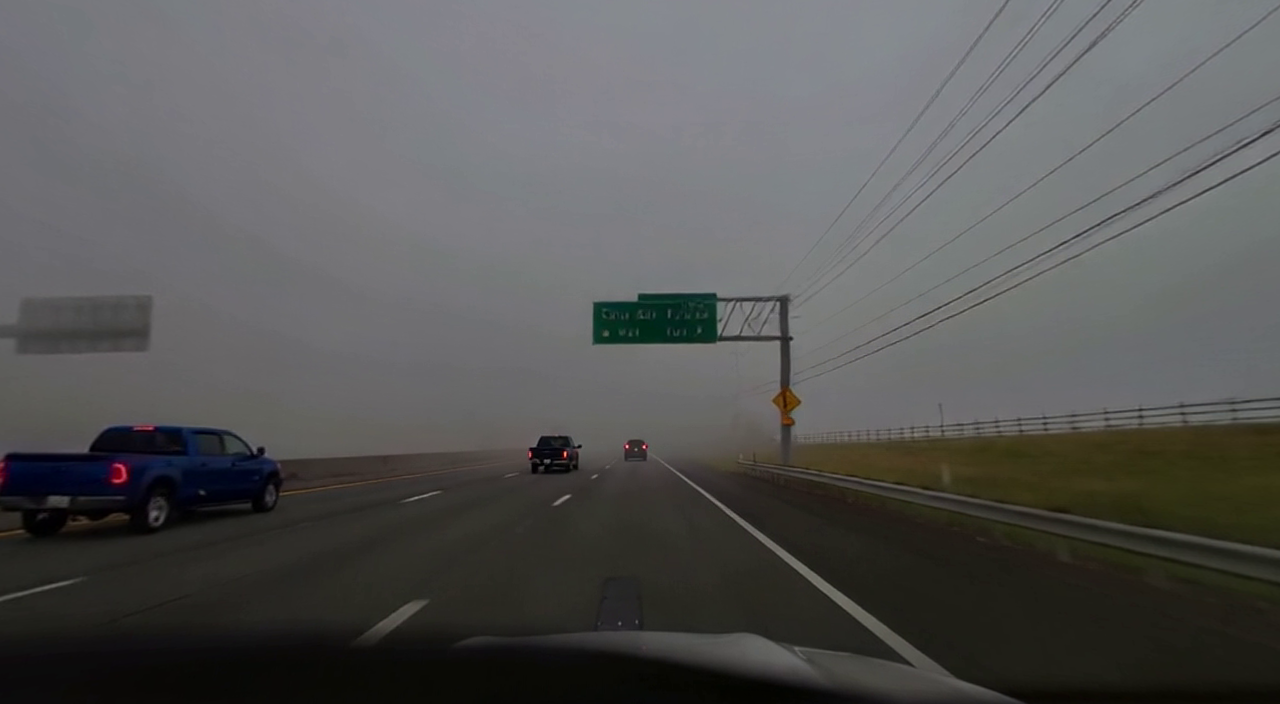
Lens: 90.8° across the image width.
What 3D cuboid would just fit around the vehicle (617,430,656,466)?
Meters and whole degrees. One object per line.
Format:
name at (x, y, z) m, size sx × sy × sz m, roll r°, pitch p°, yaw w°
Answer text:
vehicle at (-0.210, 6.093, 40.296) m, size 2.358 × 2.144 × 4.713 m, roll 0°, pitch -8°, yaw 0°

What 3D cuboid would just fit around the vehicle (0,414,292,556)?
vehicle at (-7.499, 1.844, 9.467) m, size 2.013 × 1.609 × 4.446 m, roll 0°, pitch -8°, yaw 0°

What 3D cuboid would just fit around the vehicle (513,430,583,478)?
vehicle at (-3.743, 4.289, 26.828) m, size 2.204 × 1.812 × 5.289 m, roll 0°, pitch -8°, yaw 0°
